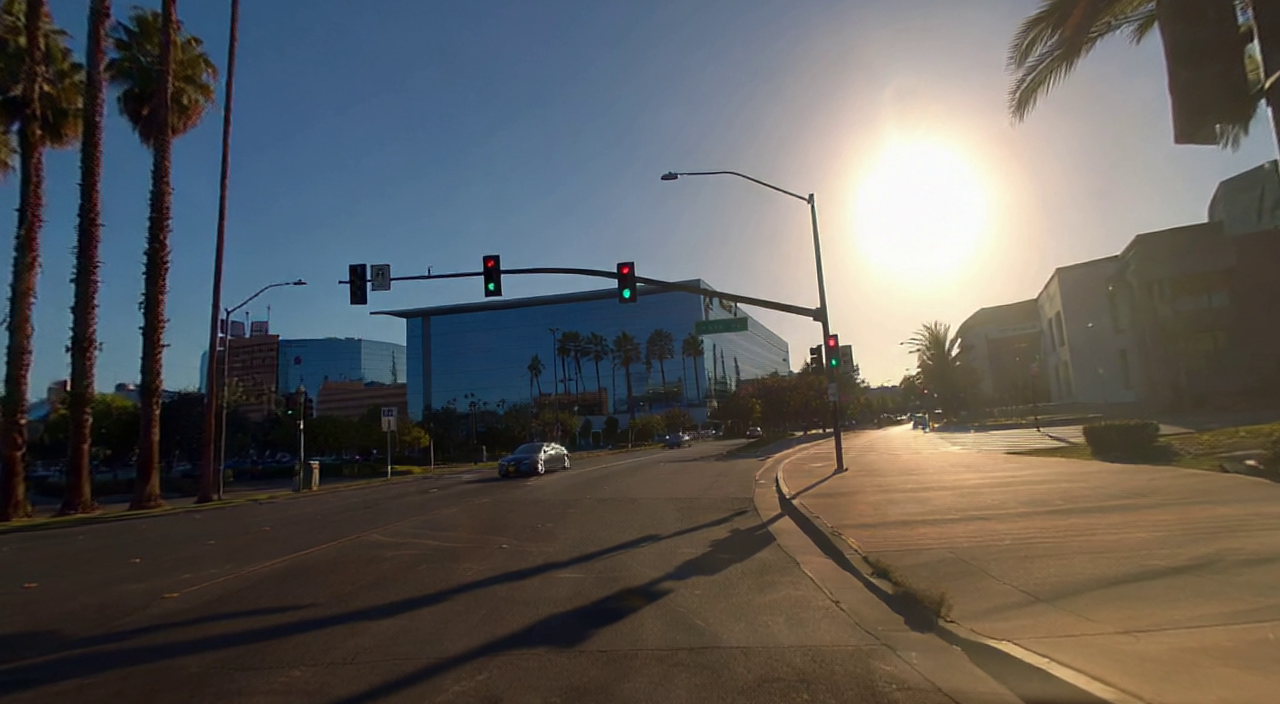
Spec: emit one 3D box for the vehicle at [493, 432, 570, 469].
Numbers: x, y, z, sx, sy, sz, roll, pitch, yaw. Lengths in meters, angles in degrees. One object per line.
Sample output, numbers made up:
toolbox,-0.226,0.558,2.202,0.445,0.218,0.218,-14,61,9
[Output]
vehicle,-5.666,5.239,33.634,2.181,1.792,4.648,-3,-9,16
